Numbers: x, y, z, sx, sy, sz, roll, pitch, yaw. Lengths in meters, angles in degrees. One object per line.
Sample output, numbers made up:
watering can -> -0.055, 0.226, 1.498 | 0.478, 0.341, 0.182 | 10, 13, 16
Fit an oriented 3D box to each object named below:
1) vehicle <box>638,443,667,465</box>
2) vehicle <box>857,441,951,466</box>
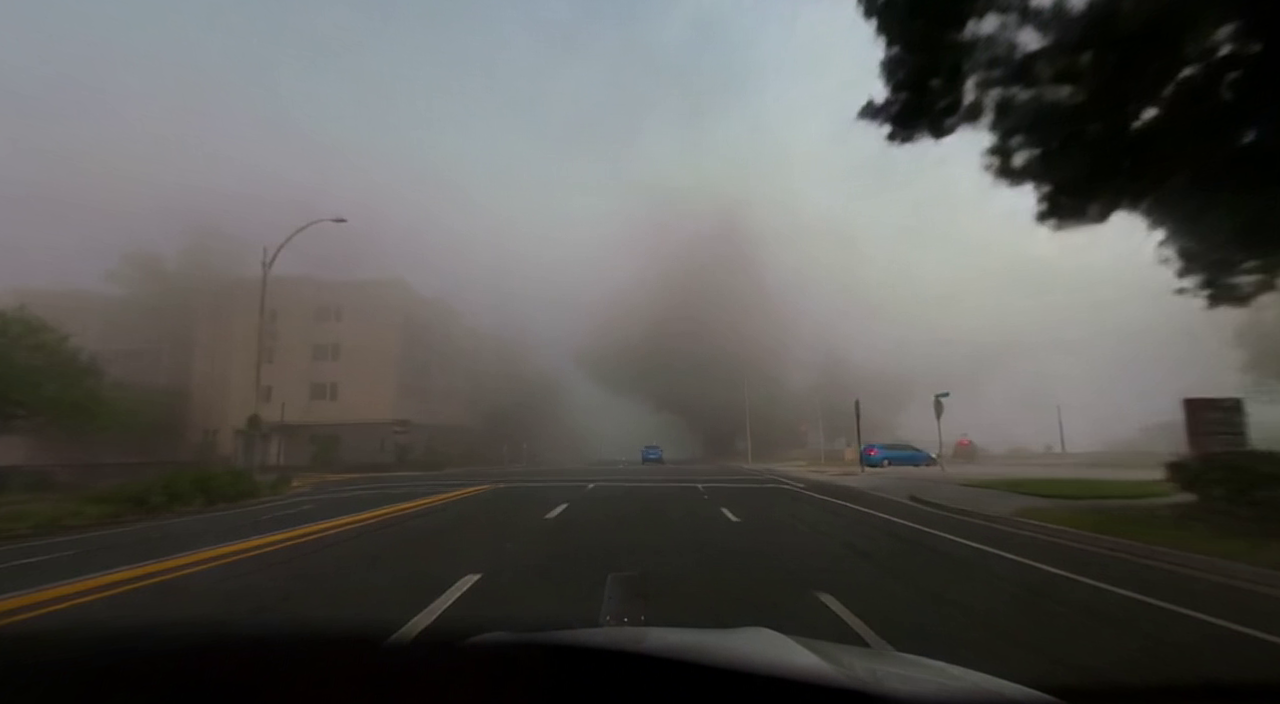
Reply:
vehicle -> 0.961, 7.915, 49.042 | 2.200, 1.653, 4.127 | 0, -8, 1
vehicle -> 16.124, 6.199, 38.681 | 4.824, 1.462, 1.974 | 0, -8, -1
